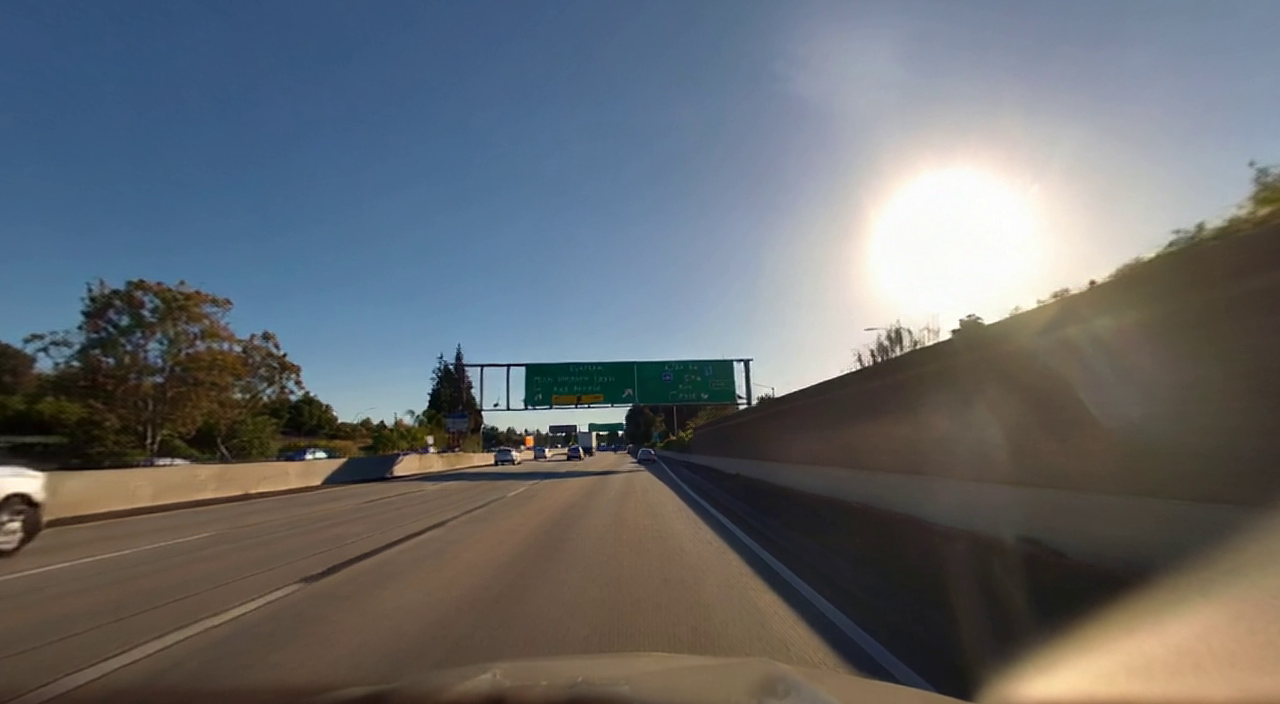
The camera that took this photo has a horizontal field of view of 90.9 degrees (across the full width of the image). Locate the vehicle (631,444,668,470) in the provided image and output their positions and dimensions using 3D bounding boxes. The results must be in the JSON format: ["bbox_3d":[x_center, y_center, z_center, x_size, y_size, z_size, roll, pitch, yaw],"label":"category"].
[{"bbox_3d":[0.561,6.479,39.064,2.137,1.461,3.999,-1,-8,0],"label":"vehicle"}]

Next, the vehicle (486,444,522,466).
[{"bbox_3d":[-10.335,7.829,48.182,1.954,1.605,4.023,0,-8,-1],"label":"vehicle"}]
